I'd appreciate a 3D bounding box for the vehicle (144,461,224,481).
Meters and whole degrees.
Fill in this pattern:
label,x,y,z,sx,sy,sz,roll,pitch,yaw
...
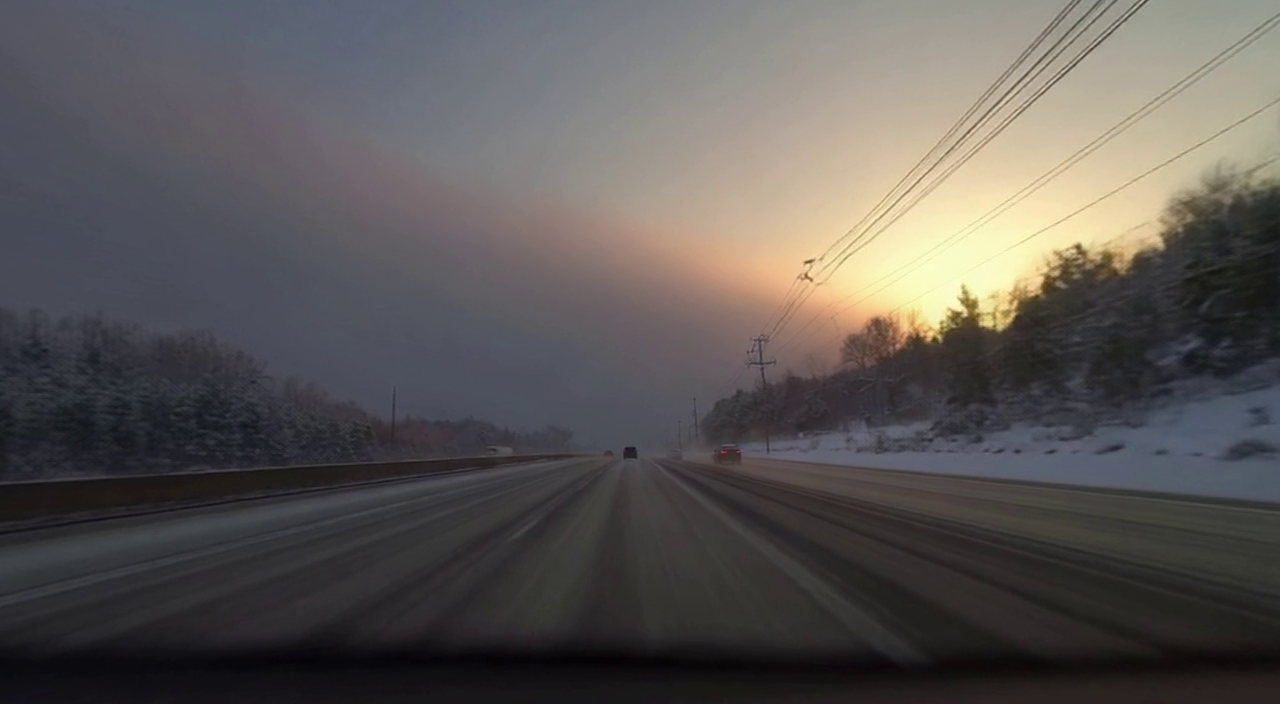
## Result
label,x,y,z,sx,sy,sz,roll,pitch,yaw
vehicle,-35.776,9.350,49.777,2.223,1.303,5.598,0,-8,0

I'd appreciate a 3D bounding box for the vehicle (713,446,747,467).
label,x,y,z,sx,sy,sz,roll,pitch,yaw
vehicle,6.628,7.704,46.758,1.817,1.440,4.075,0,-8,-1
